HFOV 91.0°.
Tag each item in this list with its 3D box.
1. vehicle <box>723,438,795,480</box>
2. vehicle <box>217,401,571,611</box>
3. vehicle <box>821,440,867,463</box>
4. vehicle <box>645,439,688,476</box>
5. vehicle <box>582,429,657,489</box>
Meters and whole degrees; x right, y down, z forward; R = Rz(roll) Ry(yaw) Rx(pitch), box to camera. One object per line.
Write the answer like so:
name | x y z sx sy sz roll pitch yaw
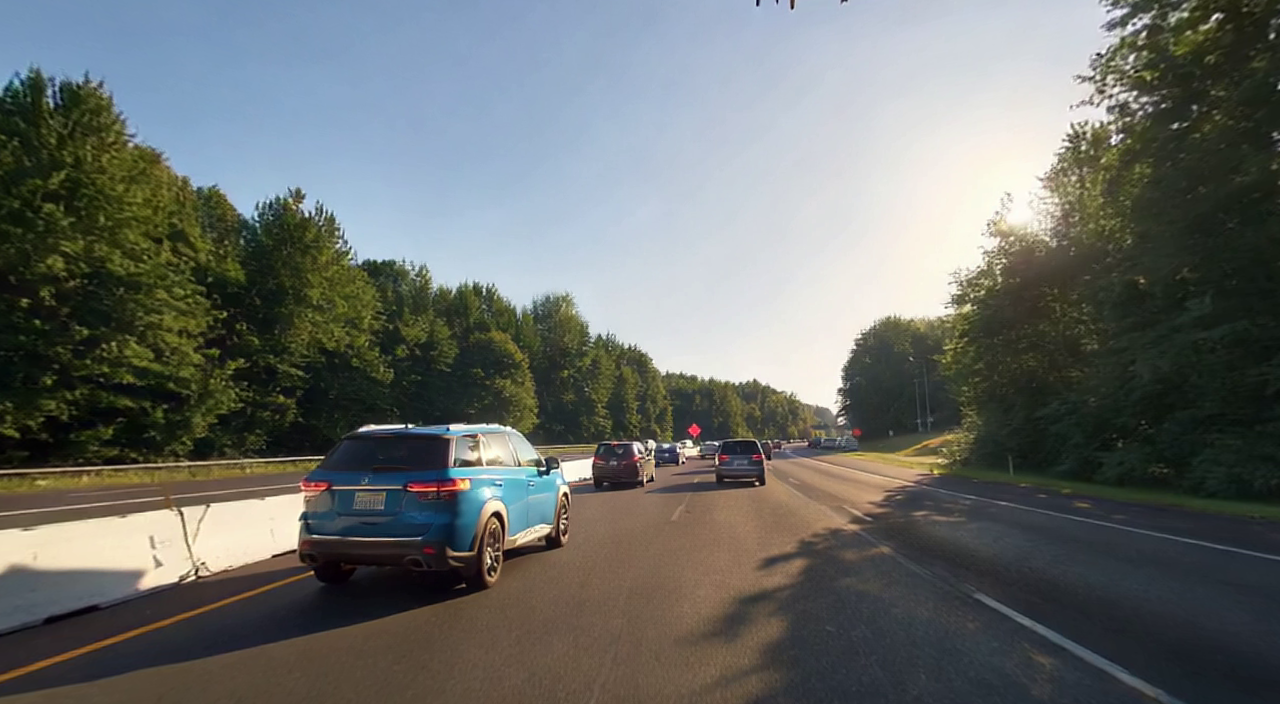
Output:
vehicle | 4.420 4.051 24.087 1.962 1.442 4.536 0 -8 1
vehicle | -2.223 1.520 7.140 2.021 1.635 4.085 -1 -8 6
vehicle | 13.660 6.684 42.431 1.990 1.478 4.475 -1 -8 5
vehicle | 1.178 4.531 27.342 1.755 1.457 3.686 -1 -8 3
vehicle | -0.538 3.292 19.639 2.017 1.662 3.543 -1 -8 3
